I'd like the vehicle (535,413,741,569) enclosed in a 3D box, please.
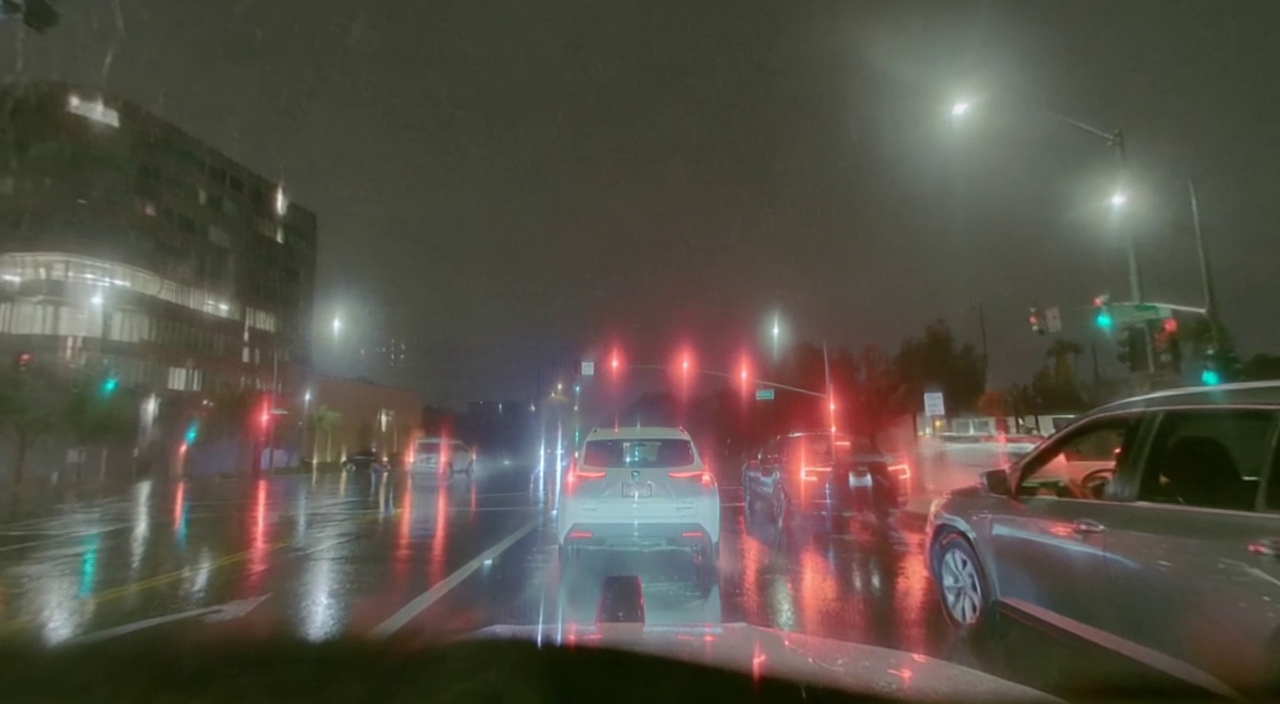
[{"bbox_3d":[-0.075,1.782,8.797,2.188,1.637,4.027,0,-8,-2],"label":"vehicle"}]

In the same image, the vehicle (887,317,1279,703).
[{"bbox_3d":[3.008,0.865,2.698,2.103,1.701,4.294,0,-8,-1],"label":"vehicle"}]

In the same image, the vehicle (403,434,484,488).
[{"bbox_3d":[-7.576,4.096,24.107,2.021,1.837,4.448,5,-10,-28],"label":"vehicle"}]

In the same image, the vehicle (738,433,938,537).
[{"bbox_3d":[3.148,2.210,11.182,2.001,1.463,4.398,0,-8,-2],"label":"vehicle"}]

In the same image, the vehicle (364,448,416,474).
[{"bbox_3d":[-18.840,8.202,47.871,2.026,1.836,4.726,0,-8,0],"label":"vehicle"}]
